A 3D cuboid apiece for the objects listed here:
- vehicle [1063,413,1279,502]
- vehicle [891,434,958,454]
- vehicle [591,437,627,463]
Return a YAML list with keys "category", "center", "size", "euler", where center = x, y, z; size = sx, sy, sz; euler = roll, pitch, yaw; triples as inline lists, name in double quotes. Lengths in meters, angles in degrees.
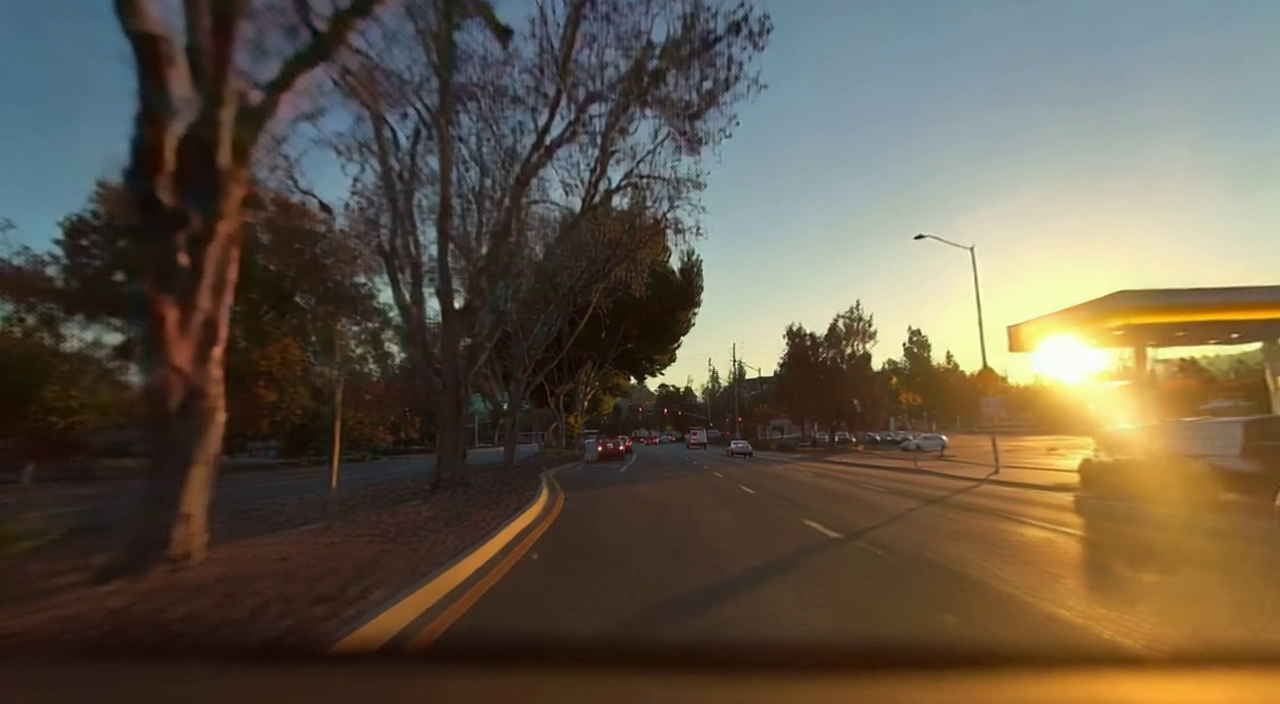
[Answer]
- category: "vehicle"
  center: [12.816, 2.345, 14.179]
  size: [4.960, 1.802, 2.068]
  euler: [-3, -9, 17]
- category: "vehicle"
  center: [21.975, 7.156, 48.841]
  size: [1.784, 1.472, 4.532]
  euler: [5, -10, -26]
- category: "vehicle"
  center: [-1.839, 5.852, 37.615]
  size: [2.032, 1.461, 4.173]
  euler: [1, -9, -2]
